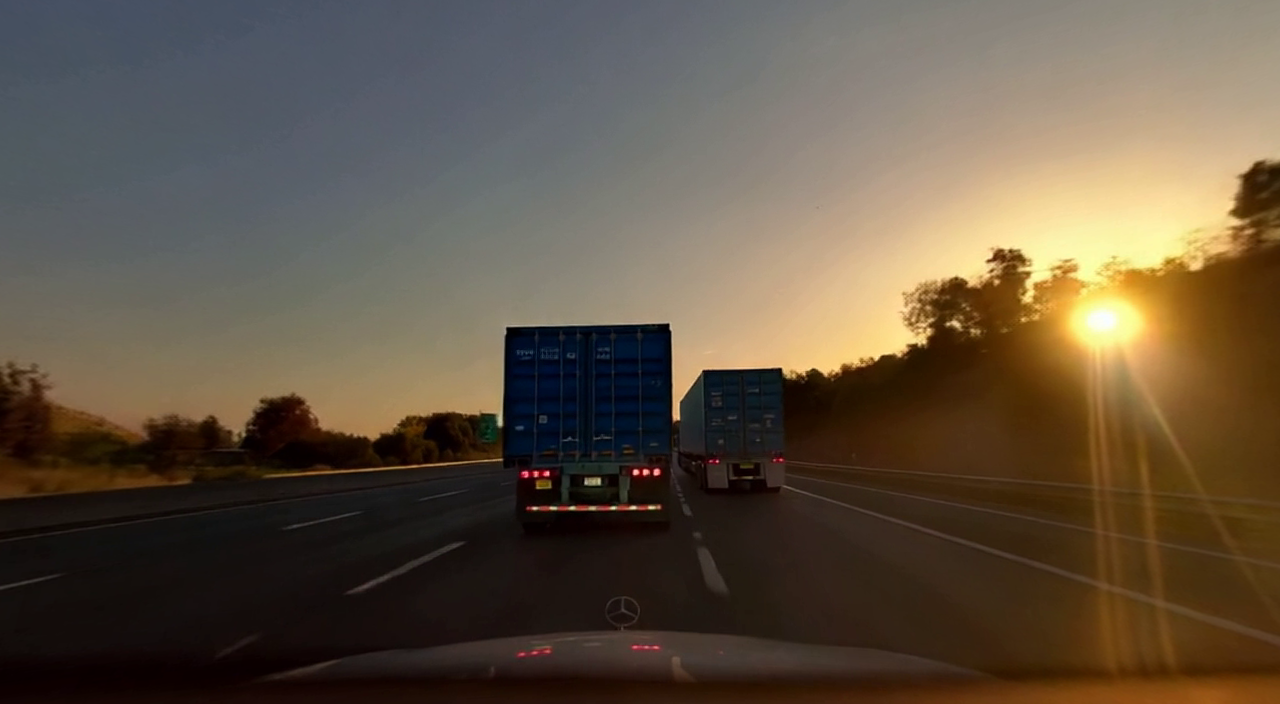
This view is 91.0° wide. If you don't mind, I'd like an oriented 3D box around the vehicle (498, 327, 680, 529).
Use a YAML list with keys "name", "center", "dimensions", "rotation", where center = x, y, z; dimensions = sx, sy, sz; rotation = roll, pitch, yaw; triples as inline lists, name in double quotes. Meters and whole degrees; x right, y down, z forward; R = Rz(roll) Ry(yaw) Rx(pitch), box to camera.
- name: "vehicle"
  center: [-0.589, 2.579, 20.010]
  dimensions: [3.267, 3.655, 17.154]
  rotation: [0, -8, 2]

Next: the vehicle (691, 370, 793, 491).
- name: "vehicle"
  center: [3.820, 3.426, 26.564]
  dimensions: [2.942, 4.003, 11.297]
  rotation: [0, -9, 3]
